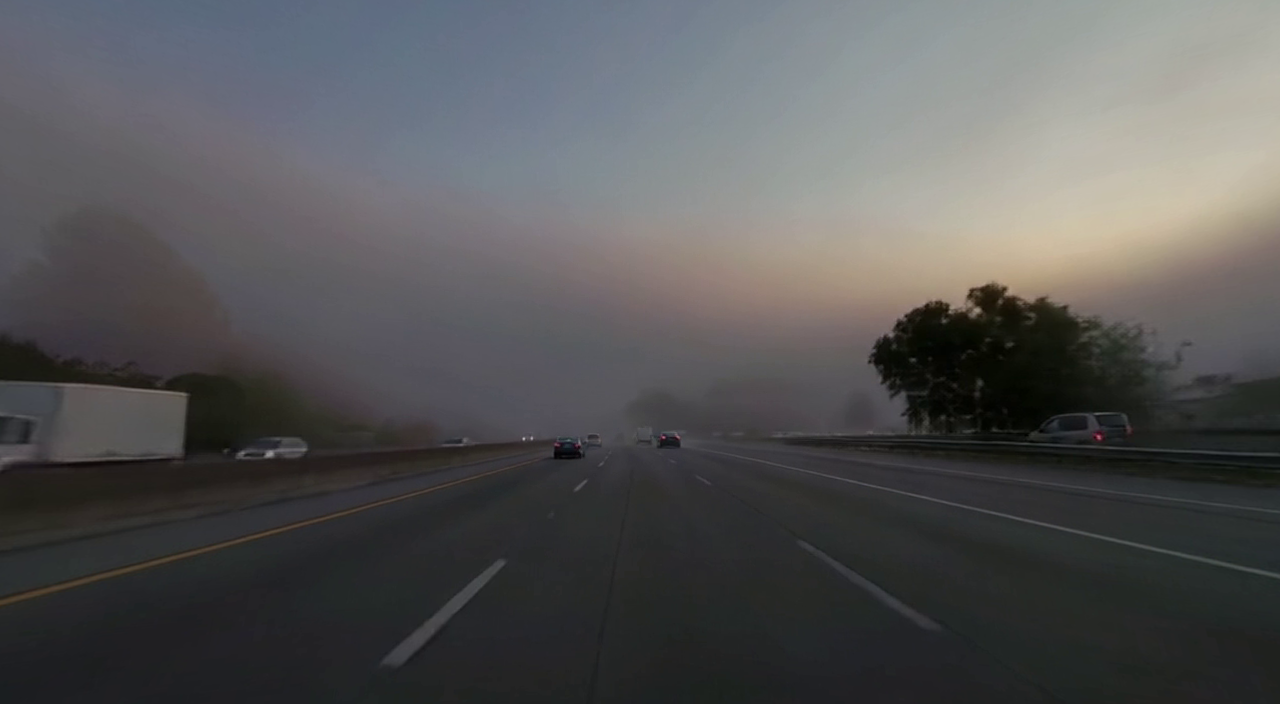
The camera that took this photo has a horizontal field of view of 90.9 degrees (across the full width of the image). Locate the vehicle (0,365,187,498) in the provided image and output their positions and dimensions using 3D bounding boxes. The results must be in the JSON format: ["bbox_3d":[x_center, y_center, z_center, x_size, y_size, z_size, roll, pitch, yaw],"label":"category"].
[{"bbox_3d":[-20.243,2.788,21.412,2.950,3.849,9.280,-2,-8,-1],"label":"vehicle"}]

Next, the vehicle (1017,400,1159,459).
[{"bbox_3d":[21.041,3.750,30.096,2.232,2.540,6.015,0,-8,-1],"label":"vehicle"}]

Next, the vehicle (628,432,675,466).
[{"bbox_3d":[0.494,4.732,31.000,2.086,1.554,3.875,0,-8,-2],"label":"vehicle"}]

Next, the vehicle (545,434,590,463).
[{"bbox_3d":[-3.952,5.357,35.086,2.014,1.471,4.380,0,-8,-1],"label":"vehicle"}]

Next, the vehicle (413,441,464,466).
[{"bbox_3d":[-12.487,6.305,39.403,1.816,1.452,4.204,0,-8,0],"label":"vehicle"}]
